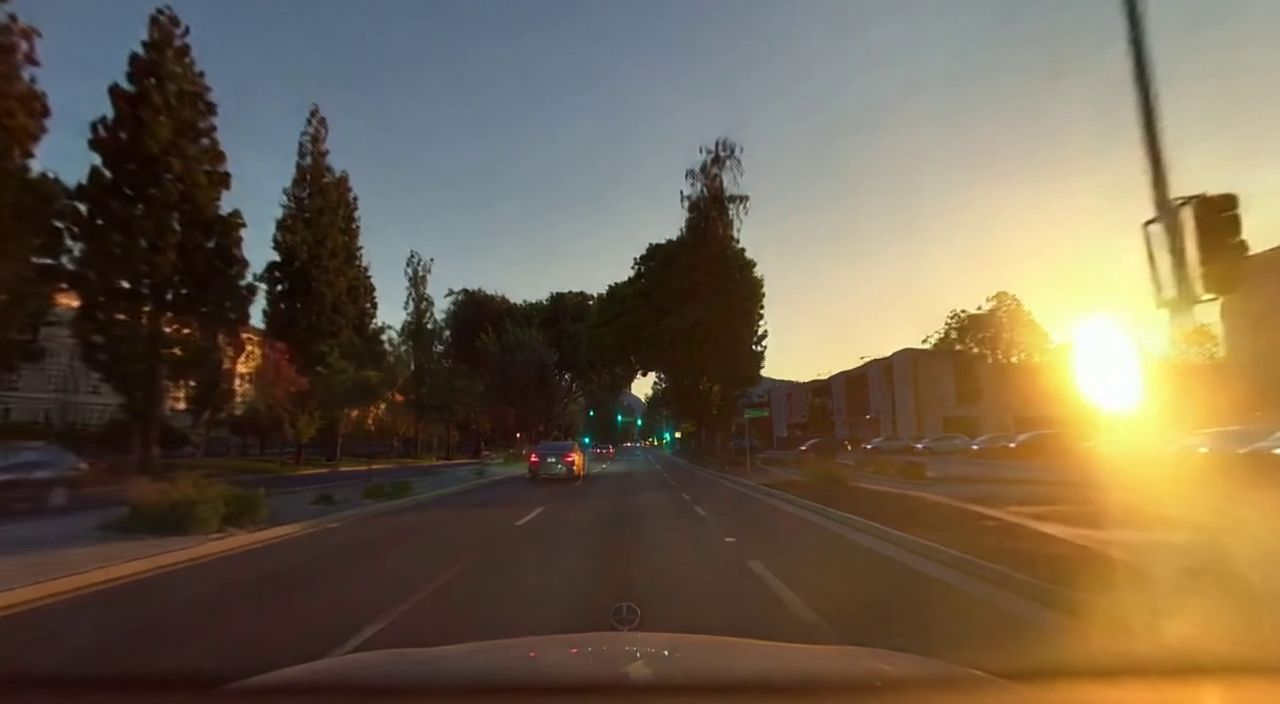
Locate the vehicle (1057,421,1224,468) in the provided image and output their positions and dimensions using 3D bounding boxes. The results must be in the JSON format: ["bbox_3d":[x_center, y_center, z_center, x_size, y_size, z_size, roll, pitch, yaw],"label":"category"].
[{"bbox_3d":[18.494,3.444,23.463,4.608,1.598,1.975,0,-10,-6],"label":"vehicle"}]

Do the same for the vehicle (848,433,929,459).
[{"bbox_3d":[16.630,6.306,42.366,4.564,1.663,2.033,1,-9,-9],"label":"vehicle"}]

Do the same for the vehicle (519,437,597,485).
[{"bbox_3d":[-2.791,3.841,22.620,2.011,1.498,4.914,0,-8,2],"label":"vehicle"}]

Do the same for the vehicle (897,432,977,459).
[{"bbox_3d":[17.240,5.416,36.706,3.846,1.488,1.695,1,-8,-9],"label":"vehicle"}]

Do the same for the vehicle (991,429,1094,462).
[{"bbox_3d":[18.263,4.263,28.740,3.731,1.430,1.640,2,-9,-11],"label":"vehicle"}]

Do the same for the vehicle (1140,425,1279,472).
[{"bbox_3d":[18.984,3.143,20.595,3.874,1.438,1.903,1,-8,-7],"label":"vehicle"}]
